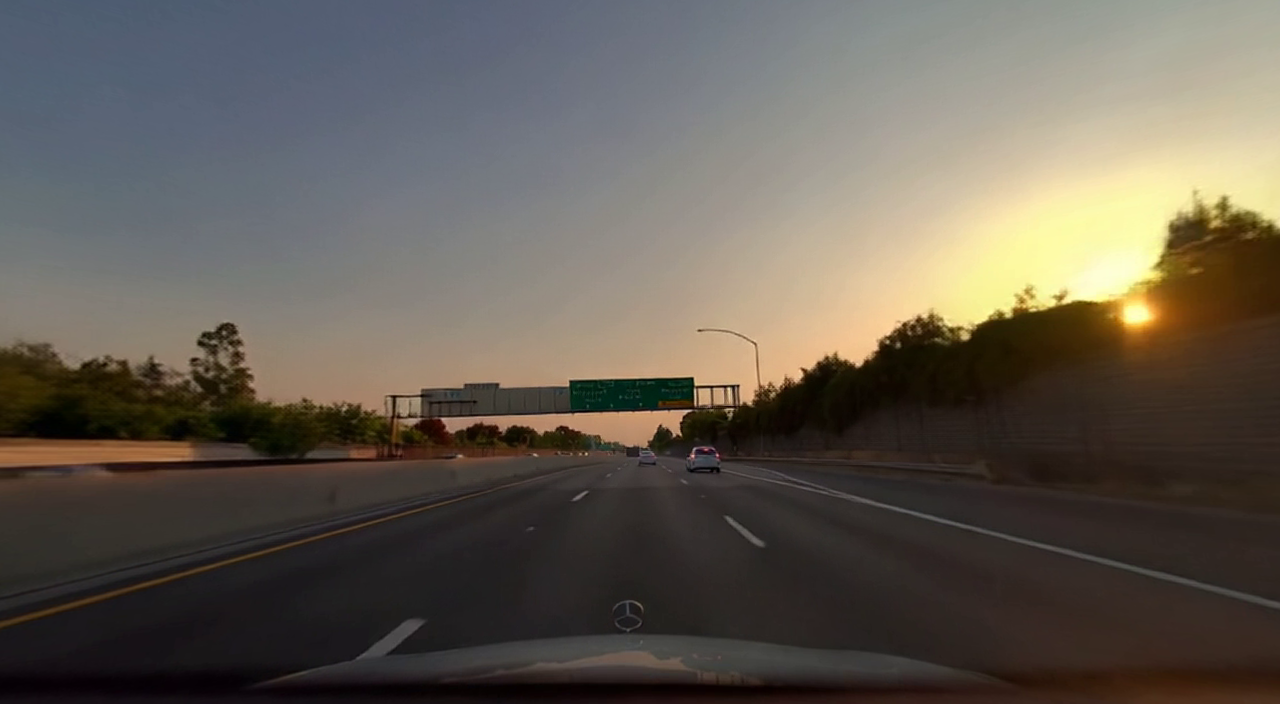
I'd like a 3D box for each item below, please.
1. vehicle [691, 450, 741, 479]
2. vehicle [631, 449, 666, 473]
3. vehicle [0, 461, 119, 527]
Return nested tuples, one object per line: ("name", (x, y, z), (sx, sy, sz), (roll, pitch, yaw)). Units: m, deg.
("vehicle", (3.632, 5.434, 30.672), (1.883, 1.320, 3.386), (0, -9, -2))
("vehicle", (0.490, 6.803, 39.377), (2.065, 1.400, 4.028), (0, -9, 0))
("vehicle", (-16.109, 3.563, 15.932), (1.919, 1.473, 4.498), (-1, -9, 1))
